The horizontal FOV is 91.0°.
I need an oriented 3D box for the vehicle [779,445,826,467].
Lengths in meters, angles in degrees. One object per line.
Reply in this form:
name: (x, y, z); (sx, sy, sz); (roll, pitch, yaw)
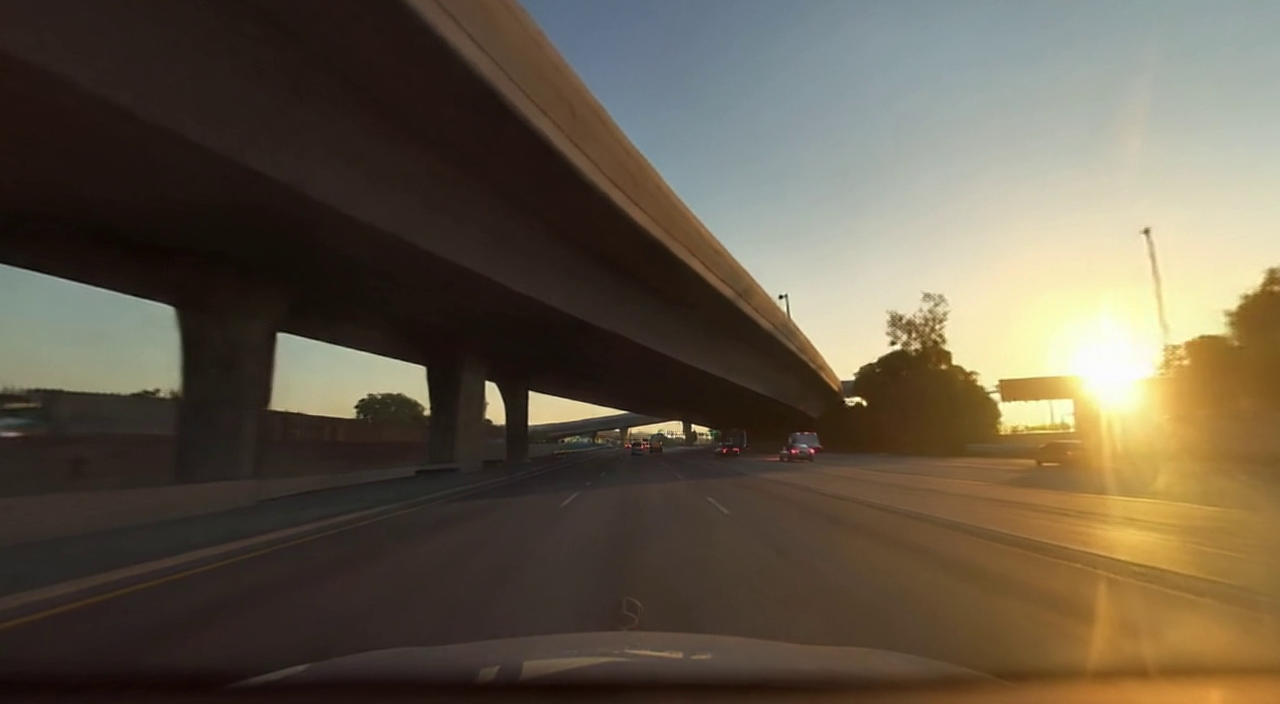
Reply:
vehicle: (11.695, 7.500, 45.559); (2.017, 1.478, 4.364); (0, -8, -3)

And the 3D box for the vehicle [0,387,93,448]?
vehicle: (-41.284, 4.443, 41.548); (3.048, 3.722, 7.897); (0, -8, 0)

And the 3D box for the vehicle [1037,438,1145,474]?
vehicle: (25.562, 5.876, 35.953); (2.074, 1.881, 5.056); (1, -8, -5)
